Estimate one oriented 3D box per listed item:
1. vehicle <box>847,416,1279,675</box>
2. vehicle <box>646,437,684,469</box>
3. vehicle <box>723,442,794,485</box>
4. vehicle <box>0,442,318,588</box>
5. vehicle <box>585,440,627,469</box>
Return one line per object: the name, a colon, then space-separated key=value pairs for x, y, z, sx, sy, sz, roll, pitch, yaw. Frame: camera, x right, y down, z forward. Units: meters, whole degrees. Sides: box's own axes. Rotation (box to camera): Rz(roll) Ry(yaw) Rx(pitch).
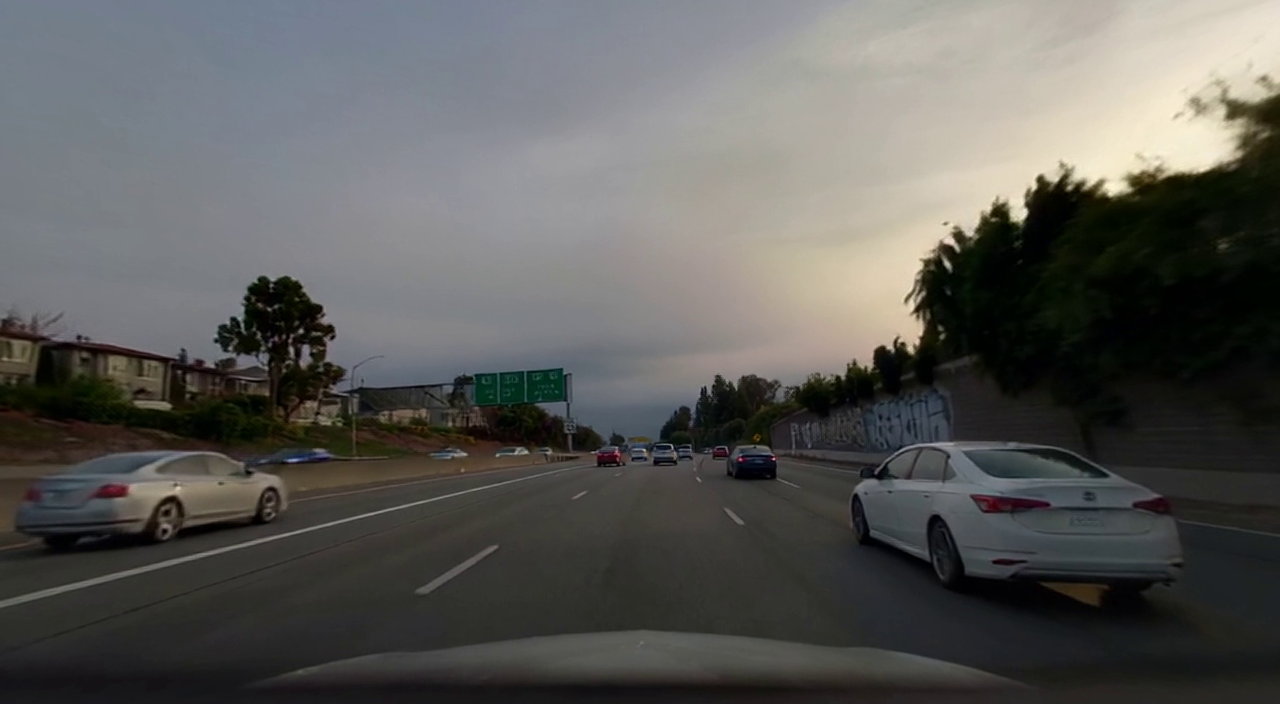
vehicle: x=3.607 y=1.455 z=5.922 sx=1.912 sy=1.509 sz=4.291 roll=0 pitch=-8 yaw=1
vehicle: x=1.531 y=6.108 z=38.278 sx=2.183 sy=1.764 sz=4.134 roll=-1 pitch=-8 yaw=3
vehicle: x=4.251 y=4.043 z=23.199 sx=1.854 sy=1.438 sz=3.954 roll=0 pitch=-8 yaw=1
vehicle: x=-6.785 y=2.038 z=8.882 sx=2.050 sy=1.507 sz=4.375 roll=0 pitch=-8 yaw=2
vehicle: x=-2.164 y=6.667 z=41.120 sx=2.070 sy=1.740 sz=4.678 roll=-1 pitch=-8 yaw=5
